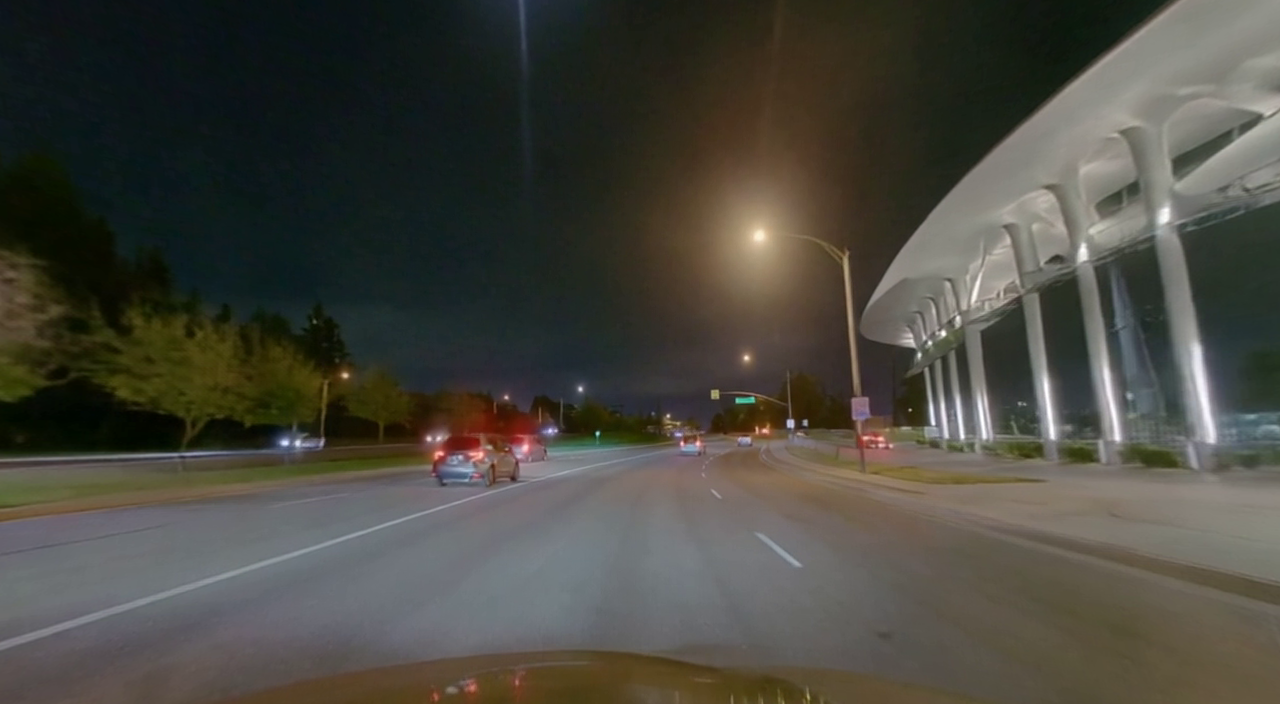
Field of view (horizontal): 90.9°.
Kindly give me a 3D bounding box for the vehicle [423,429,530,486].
[{"bbox_3d":[-5.479,3.598,21.814,2.181,1.728,4.515,-1,-8,4],"label":"vehicle"}]
